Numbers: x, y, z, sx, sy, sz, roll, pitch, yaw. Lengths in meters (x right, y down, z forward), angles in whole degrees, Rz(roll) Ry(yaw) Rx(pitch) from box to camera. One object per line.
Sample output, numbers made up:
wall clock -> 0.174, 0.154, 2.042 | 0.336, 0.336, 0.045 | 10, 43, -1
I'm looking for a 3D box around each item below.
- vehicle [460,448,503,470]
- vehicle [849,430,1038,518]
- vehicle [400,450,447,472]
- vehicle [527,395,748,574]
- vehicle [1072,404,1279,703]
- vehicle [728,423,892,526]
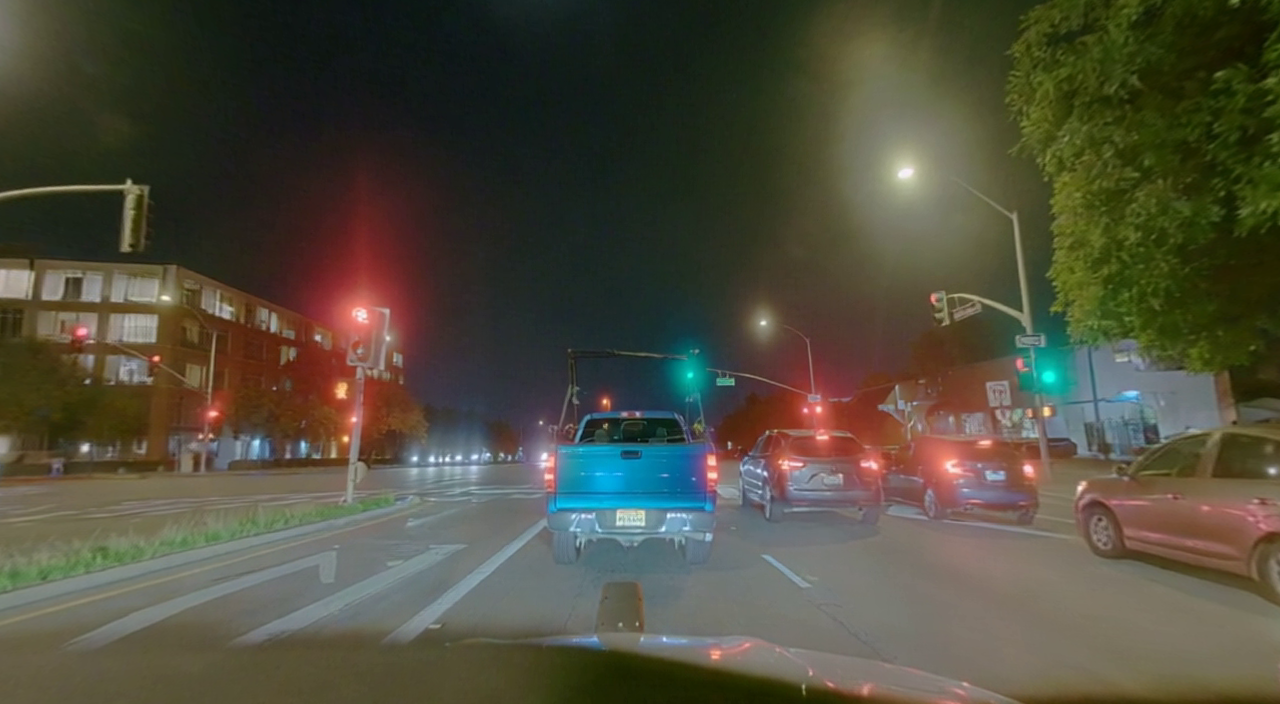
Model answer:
vehicle -> -11.758, 7.971, 47.282 | 1.989, 1.459, 4.667 | 0, -8, 0
vehicle -> 6.510, 2.643, 14.227 | 2.002, 1.651, 4.305 | 0, -8, -2
vehicle -> -15.823, 7.943, 46.413 | 1.915, 1.491, 4.347 | 0, -8, 0
vehicle -> -0.125, 1.740, 9.071 | 2.344, 1.883, 4.572 | 0, -8, -3
vehicle -> 3.247, 0.735, 0.965 | 2.057, 1.463, 4.365 | 0, -8, 0
vehicle -> 3.215, 2.416, 13.037 | 2.013, 1.742, 4.424 | 0, -8, -2
